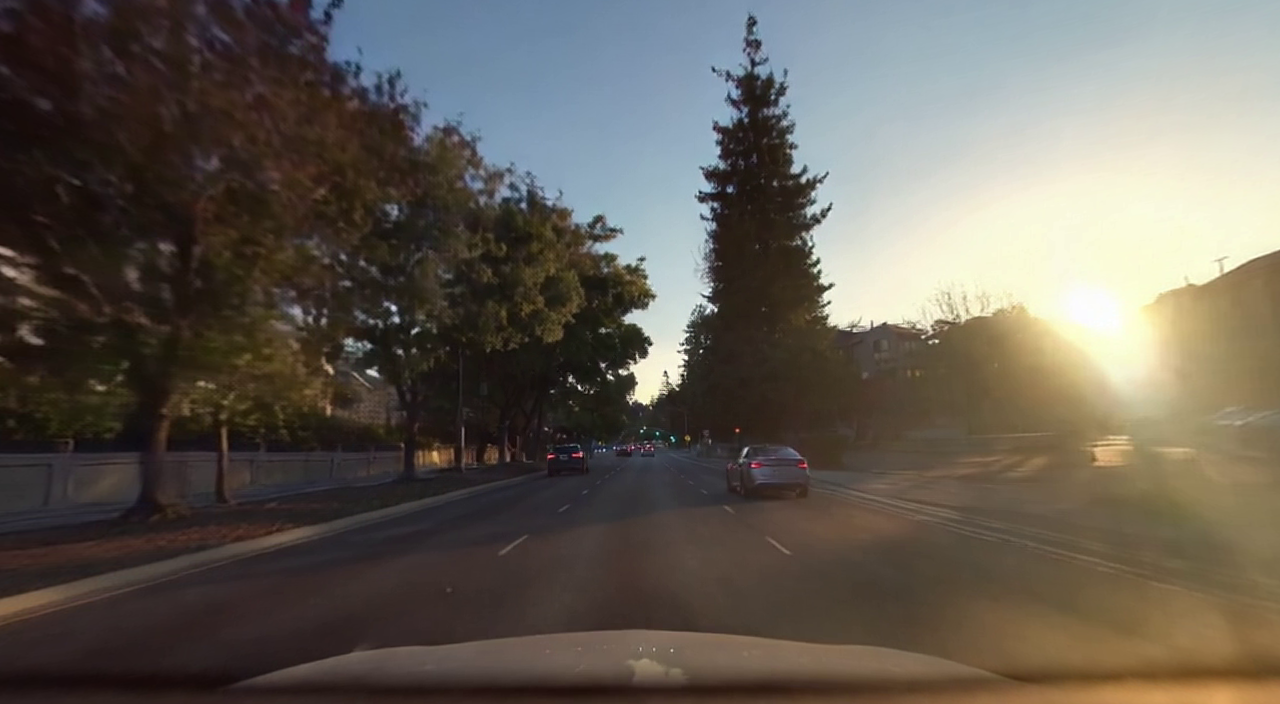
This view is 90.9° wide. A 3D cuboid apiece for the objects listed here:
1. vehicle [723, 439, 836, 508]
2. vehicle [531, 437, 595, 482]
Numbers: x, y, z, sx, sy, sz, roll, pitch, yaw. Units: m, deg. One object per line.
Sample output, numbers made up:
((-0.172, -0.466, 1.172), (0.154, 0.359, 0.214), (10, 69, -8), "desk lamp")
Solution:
((3.430, 3.061, 16.389), (1.945, 1.530, 4.320), (0, -9, 0), "vehicle")
((-3.356, 4.817, 28.418), (2.216, 1.828, 4.886), (0, -9, 1), "vehicle")
